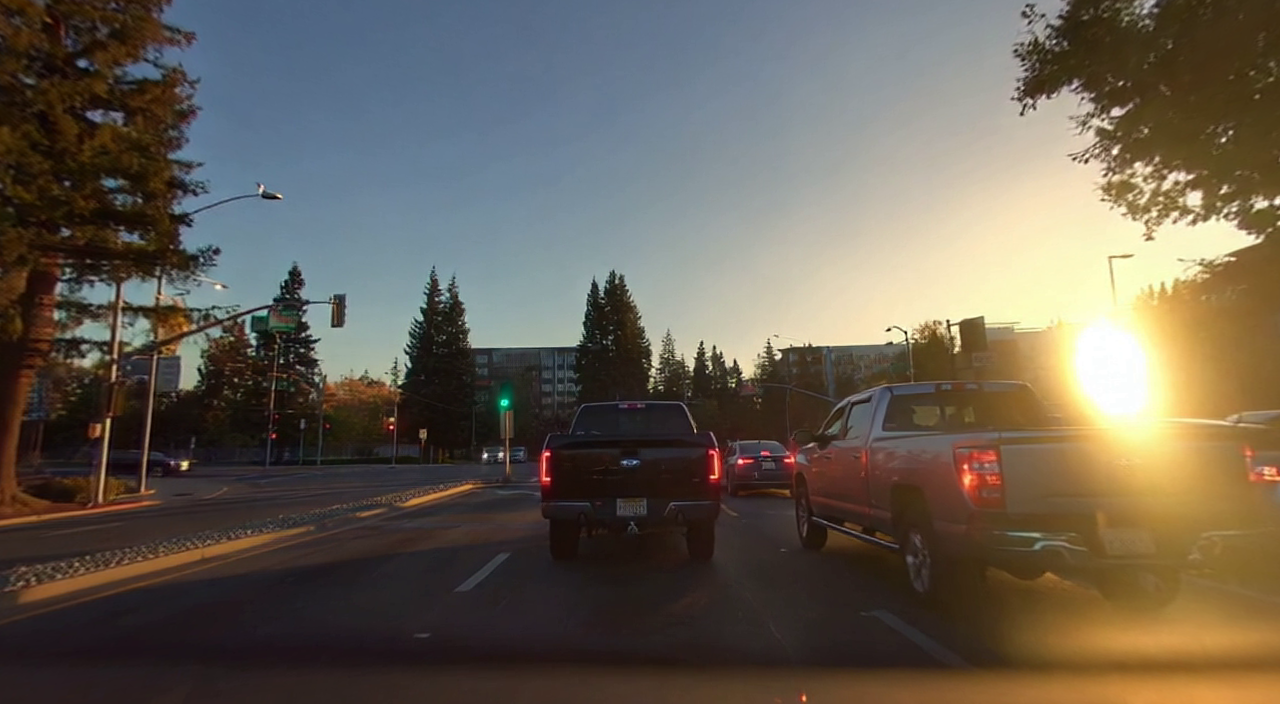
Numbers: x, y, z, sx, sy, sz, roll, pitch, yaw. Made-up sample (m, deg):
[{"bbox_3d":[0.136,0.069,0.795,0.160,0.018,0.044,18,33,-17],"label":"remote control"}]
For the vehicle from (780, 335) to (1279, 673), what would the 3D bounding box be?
[{"bbox_3d":[3.333,1.280,6.556,2.412,1.953,5.682,0,-9,-1],"label":"vehicle"}]

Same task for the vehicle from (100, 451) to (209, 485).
[{"bbox_3d":[-26.423,6.293,34.590,4.437,1.669,1.936,5,-10,-31],"label":"vehicle"}]

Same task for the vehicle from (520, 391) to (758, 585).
[{"bbox_3d":[-0.054,1.656,8.556,2.240,1.821,5.001,0,-9,-1],"label":"vehicle"}]
